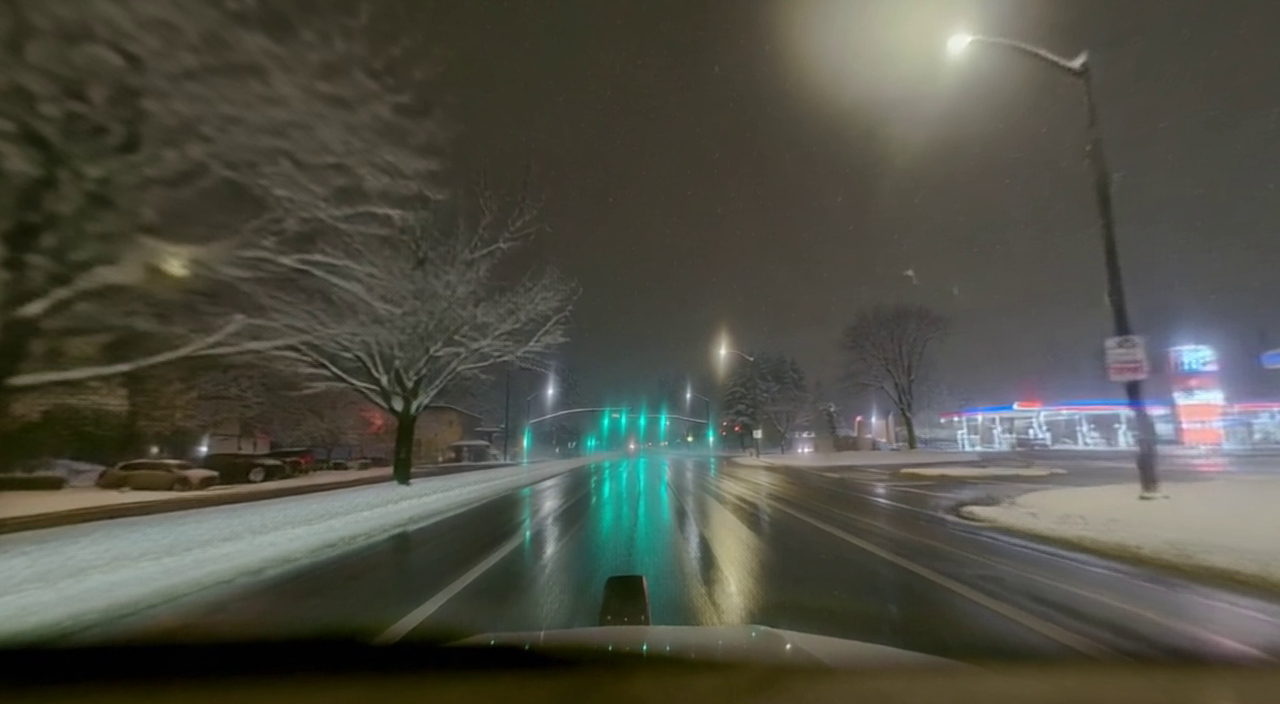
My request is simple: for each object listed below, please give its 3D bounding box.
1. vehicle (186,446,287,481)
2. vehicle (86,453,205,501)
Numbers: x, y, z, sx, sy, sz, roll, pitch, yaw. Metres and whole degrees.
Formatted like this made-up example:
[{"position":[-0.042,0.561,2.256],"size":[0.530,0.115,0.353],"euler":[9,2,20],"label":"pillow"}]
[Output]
[{"position":[-23.614,6.529,37.030],"size":[4.271,1.902,2.281],"euler":[0,-9,1],"label":"vehicle"},{"position":[-25.215,6.358,32.244],"size":[4.386,2.004,1.991],"euler":[-4,-9,-2],"label":"vehicle"}]
